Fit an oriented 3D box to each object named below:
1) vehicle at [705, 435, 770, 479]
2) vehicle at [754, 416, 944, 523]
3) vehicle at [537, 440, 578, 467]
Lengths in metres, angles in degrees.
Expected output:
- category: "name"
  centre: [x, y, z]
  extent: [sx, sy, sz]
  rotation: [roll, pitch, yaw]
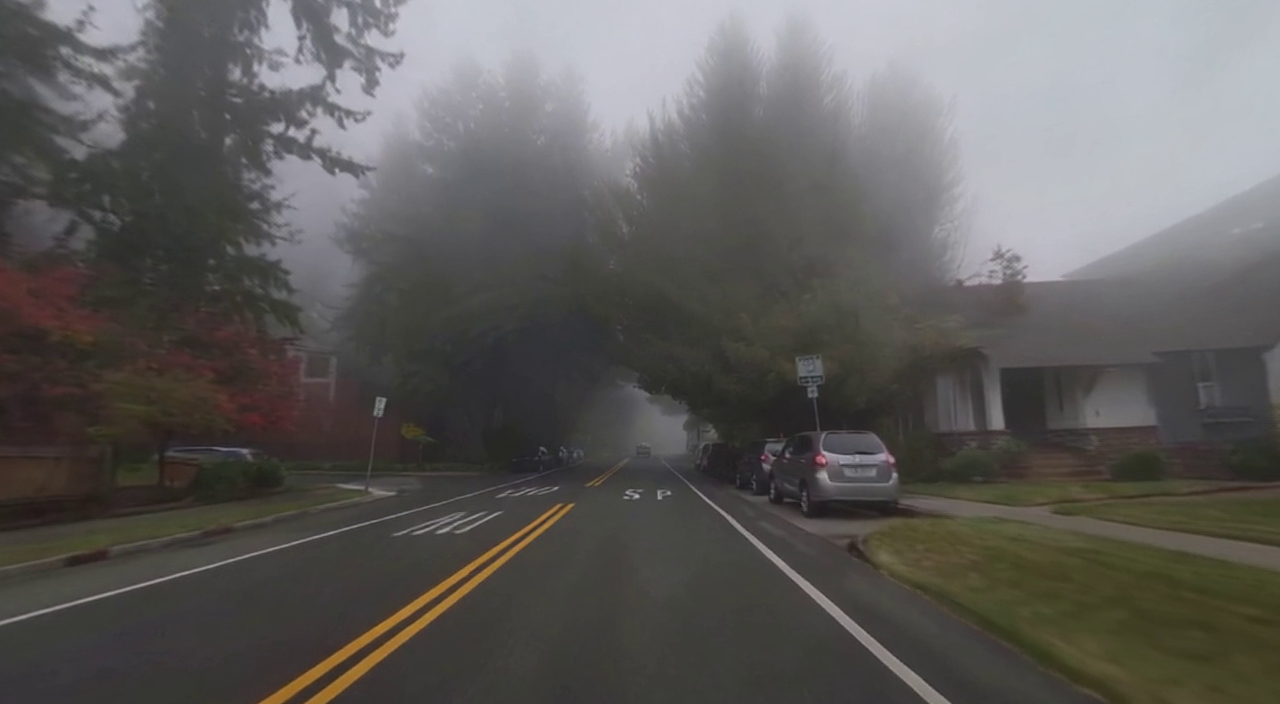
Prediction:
- category: "vehicle"
  centre: [4.000, 4.382, 26.755]
  extent: [1.971, 1.665, 4.722]
  rotation: [0, -8, 0]
- category: "vehicle"
  centre: [3.910, 2.279, 12.849]
  extent: [1.937, 1.752, 4.574]
  rotation: [1, -8, -5]
- category: "vehicle"
  centre: [-6.180, 7.652, 47.953]
  extent: [2.252, 1.882, 5.883]
  rotation: [-2, -8, 1]
